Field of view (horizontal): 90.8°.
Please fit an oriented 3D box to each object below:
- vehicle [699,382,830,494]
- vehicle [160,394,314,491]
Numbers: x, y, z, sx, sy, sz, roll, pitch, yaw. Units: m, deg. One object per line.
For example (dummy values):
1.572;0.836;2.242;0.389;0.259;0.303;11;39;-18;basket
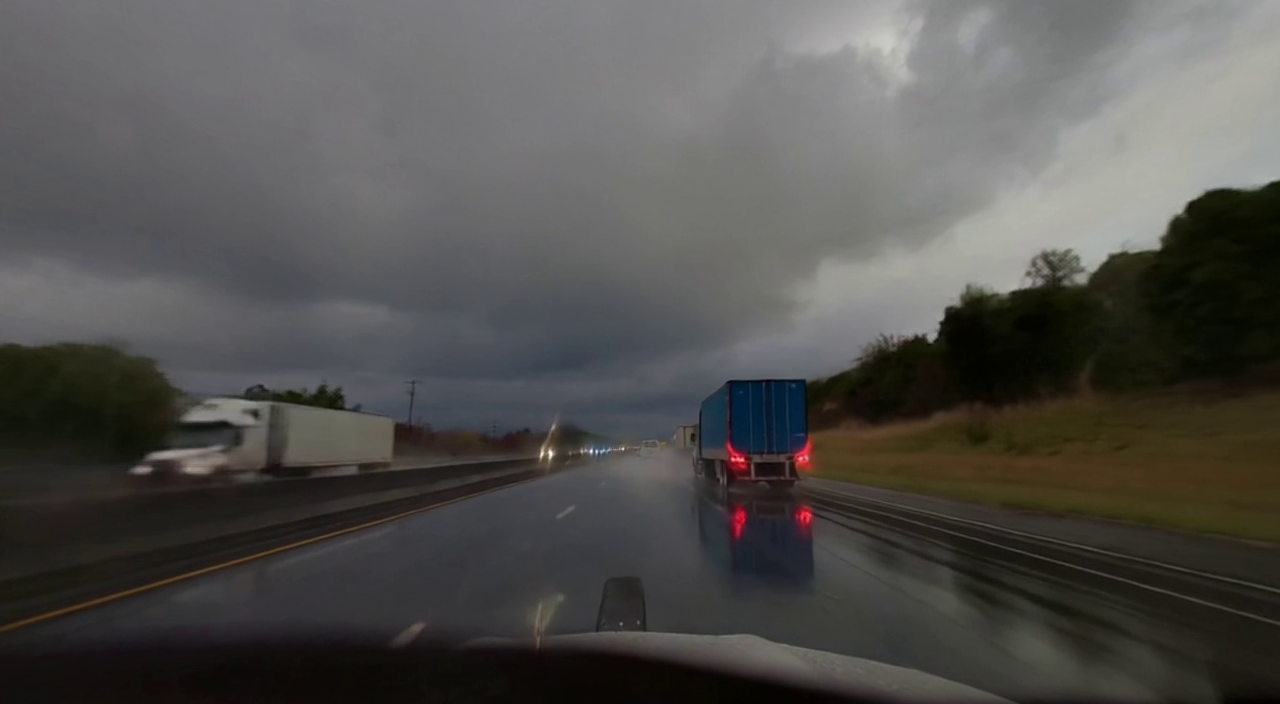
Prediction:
4.210;3.286;23.732;2.960;3.381;8.914;0;-9;-1;vehicle
-18.317;4.221;29.274;2.960;4.006;5.958;0;-9;0;vehicle
